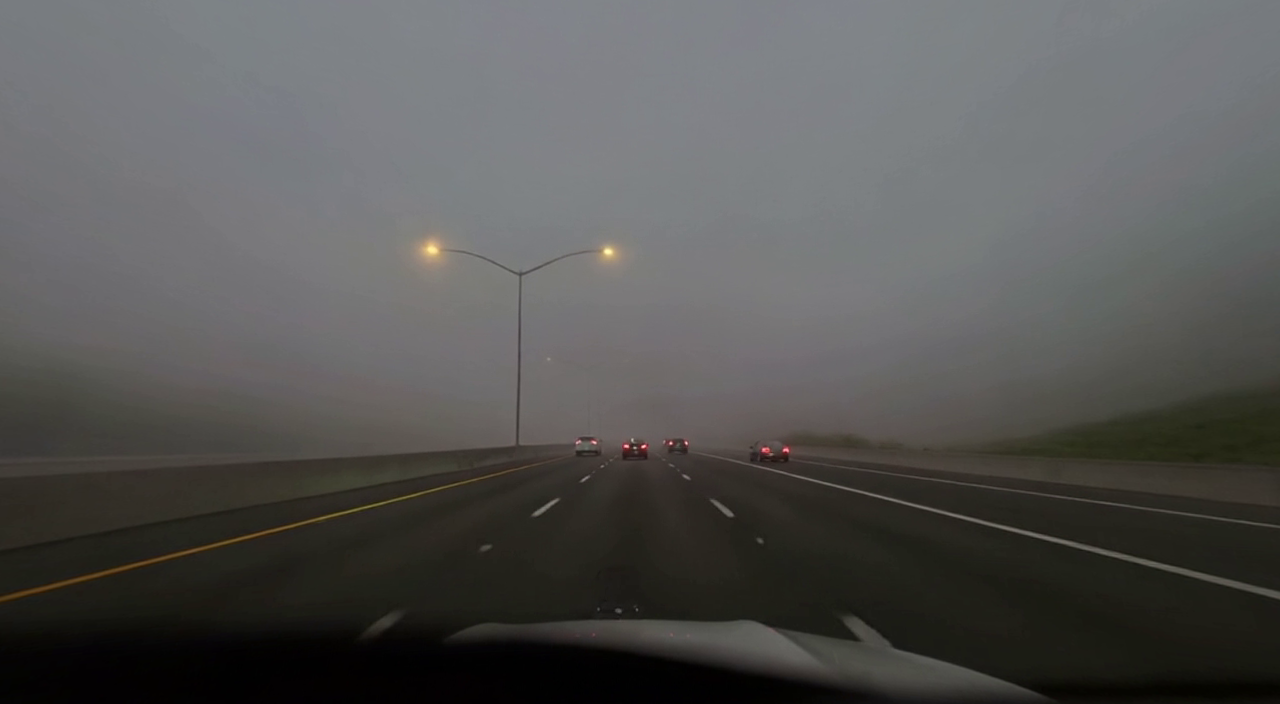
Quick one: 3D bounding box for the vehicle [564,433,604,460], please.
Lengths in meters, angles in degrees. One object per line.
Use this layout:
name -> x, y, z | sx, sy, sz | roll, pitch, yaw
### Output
vehicle -> -3.630, 6.249, 41.753 | 2.123, 1.661, 4.601 | 0, -9, 1

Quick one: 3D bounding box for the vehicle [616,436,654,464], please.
vehicle -> -0.279, 5.367, 34.647 | 1.985, 1.457, 4.227 | 0, -9, -1

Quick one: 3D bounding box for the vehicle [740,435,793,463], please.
vehicle -> 7.027, 5.467, 35.552 | 1.935, 1.478, 4.433 | 0, -9, -2
